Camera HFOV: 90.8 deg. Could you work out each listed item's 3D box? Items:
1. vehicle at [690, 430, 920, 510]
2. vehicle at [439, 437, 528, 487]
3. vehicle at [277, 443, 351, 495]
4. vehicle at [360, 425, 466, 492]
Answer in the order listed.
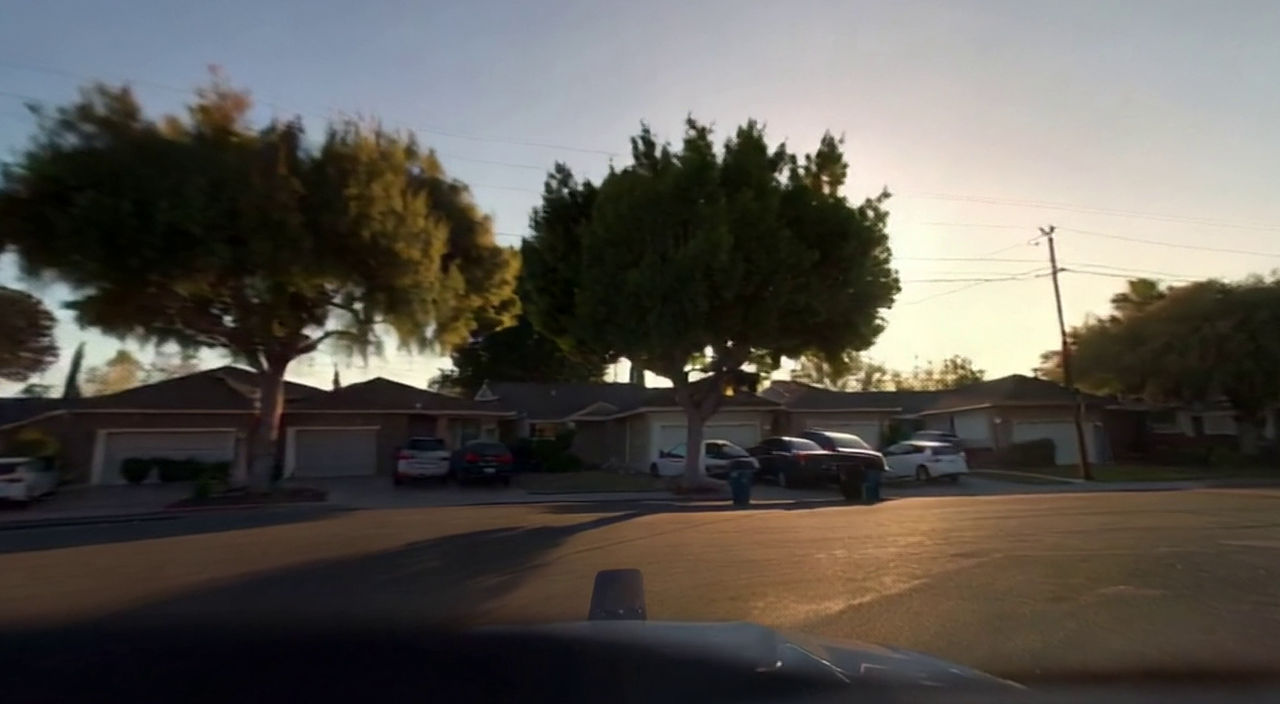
[{"bbox_3d":[3.942,2.886,15.703,5.082,1.789,1.947,0,-9,-4],"label":"vehicle"},{"bbox_3d":[-6.075,4.166,24.226,2.160,1.695,4.183,5,-10,-30],"label":"vehicle"},{"bbox_3d":[-10.808,3.791,20.831,1.833,1.540,3.532,5,-10,-31],"label":"vehicle"},{"bbox_3d":[-8.083,3.714,22.146,2.455,2.018,5.271,5,-11,-30],"label":"vehicle"}]
